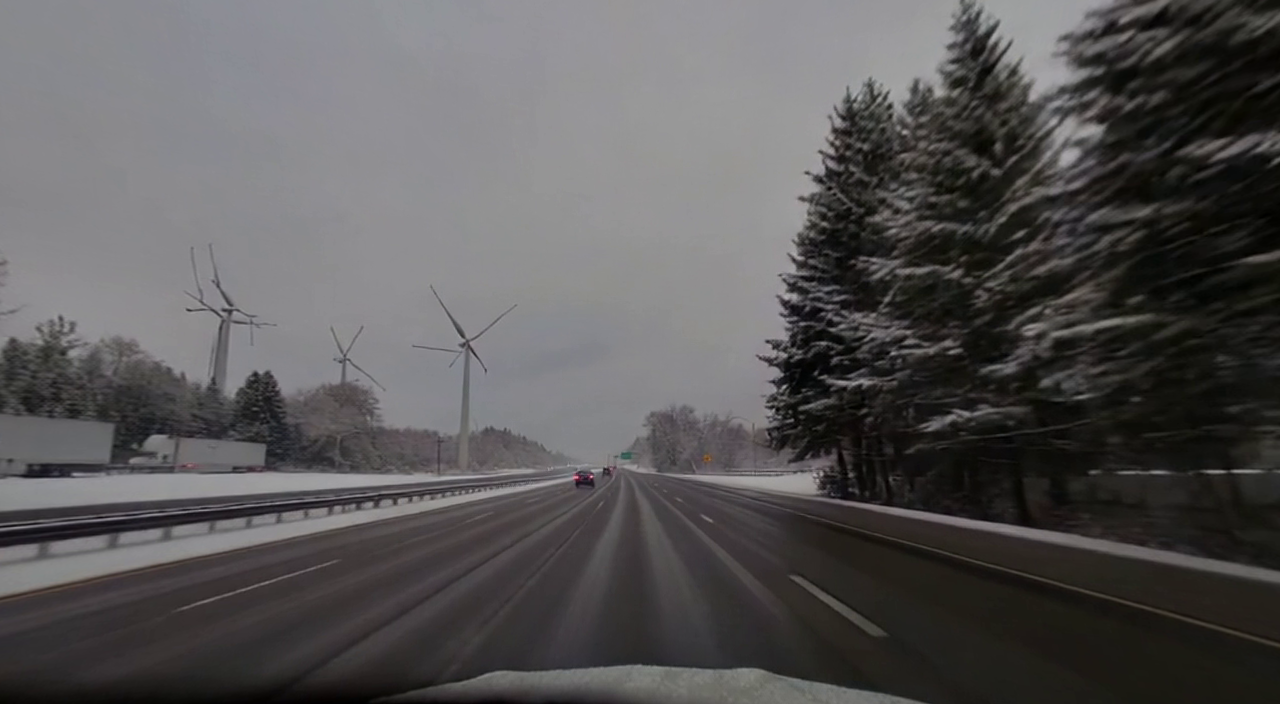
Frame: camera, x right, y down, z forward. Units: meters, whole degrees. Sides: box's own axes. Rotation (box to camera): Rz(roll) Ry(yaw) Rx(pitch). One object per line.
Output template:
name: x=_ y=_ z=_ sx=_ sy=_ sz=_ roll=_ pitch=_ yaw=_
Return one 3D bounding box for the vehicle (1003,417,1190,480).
vehicle: x=34.872 y=7.548 z=48.620 sx=11.082 sy=4.307 sz=2.970 roll=-9 pitch=-14 yaw=42

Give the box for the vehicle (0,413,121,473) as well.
vehicle: x=-44.127 y=5.785 z=40.286 sx=3.225 sy=3.939 sz=19.827 roll=-1 pitch=-11 yaw=6
